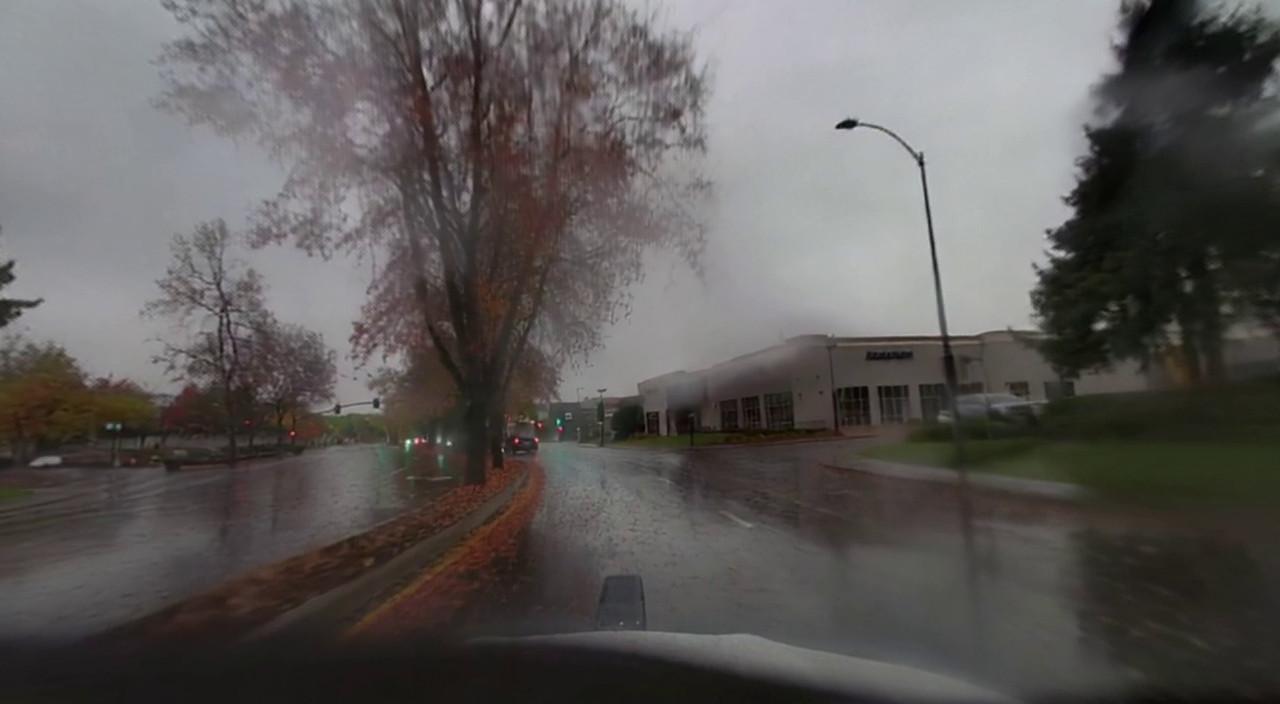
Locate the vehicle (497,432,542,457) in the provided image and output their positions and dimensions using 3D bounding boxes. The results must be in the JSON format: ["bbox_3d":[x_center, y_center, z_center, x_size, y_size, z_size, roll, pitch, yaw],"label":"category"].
[{"bbox_3d":[-7.879,5.993,40.953,2.018,1.512,4.304,3,-8,-22],"label":"vehicle"}]
